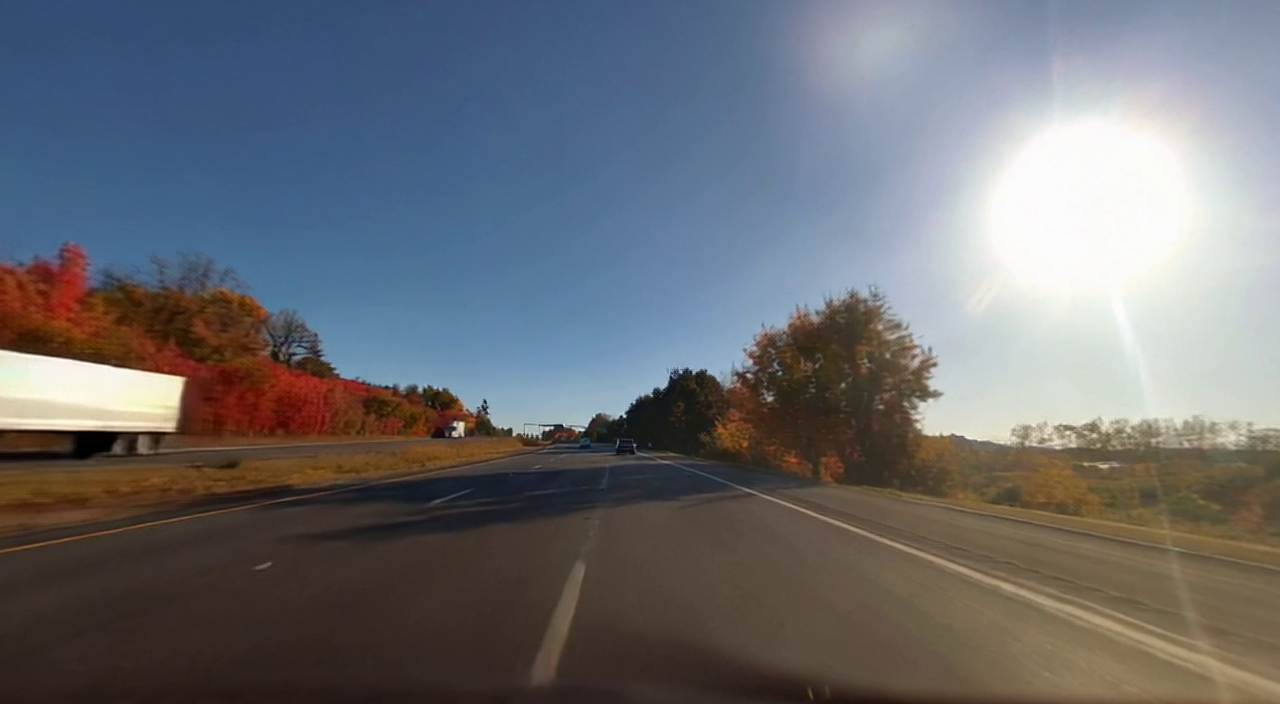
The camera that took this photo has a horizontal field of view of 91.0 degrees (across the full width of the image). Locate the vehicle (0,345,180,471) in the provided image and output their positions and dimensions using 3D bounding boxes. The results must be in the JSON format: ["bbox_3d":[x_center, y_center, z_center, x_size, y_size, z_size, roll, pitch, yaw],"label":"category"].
[{"bbox_3d":[-22.332,1.952,21.353,3.012,4.071,14.519,0,-8,-3],"label":"vehicle"}]
